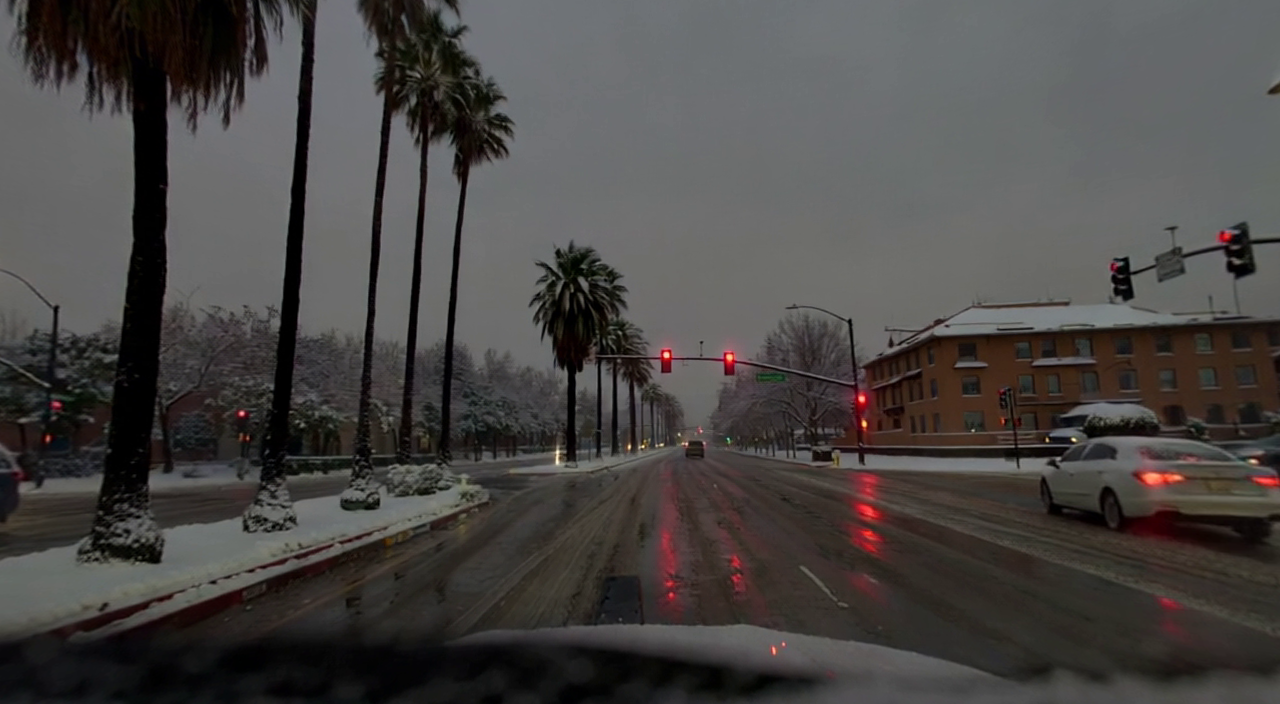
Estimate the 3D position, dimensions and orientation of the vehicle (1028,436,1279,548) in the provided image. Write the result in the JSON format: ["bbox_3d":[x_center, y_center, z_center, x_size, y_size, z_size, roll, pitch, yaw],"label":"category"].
[{"bbox_3d":[8.810,2.203,10.677,2.003,1.475,4.520,-1,-9,6],"label":"vehicle"}]

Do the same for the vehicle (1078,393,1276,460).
[{"bbox_3d":[32.627,4.725,39.332,2.863,3.609,10.252,0,-8,-3],"label":"vehicle"}]
